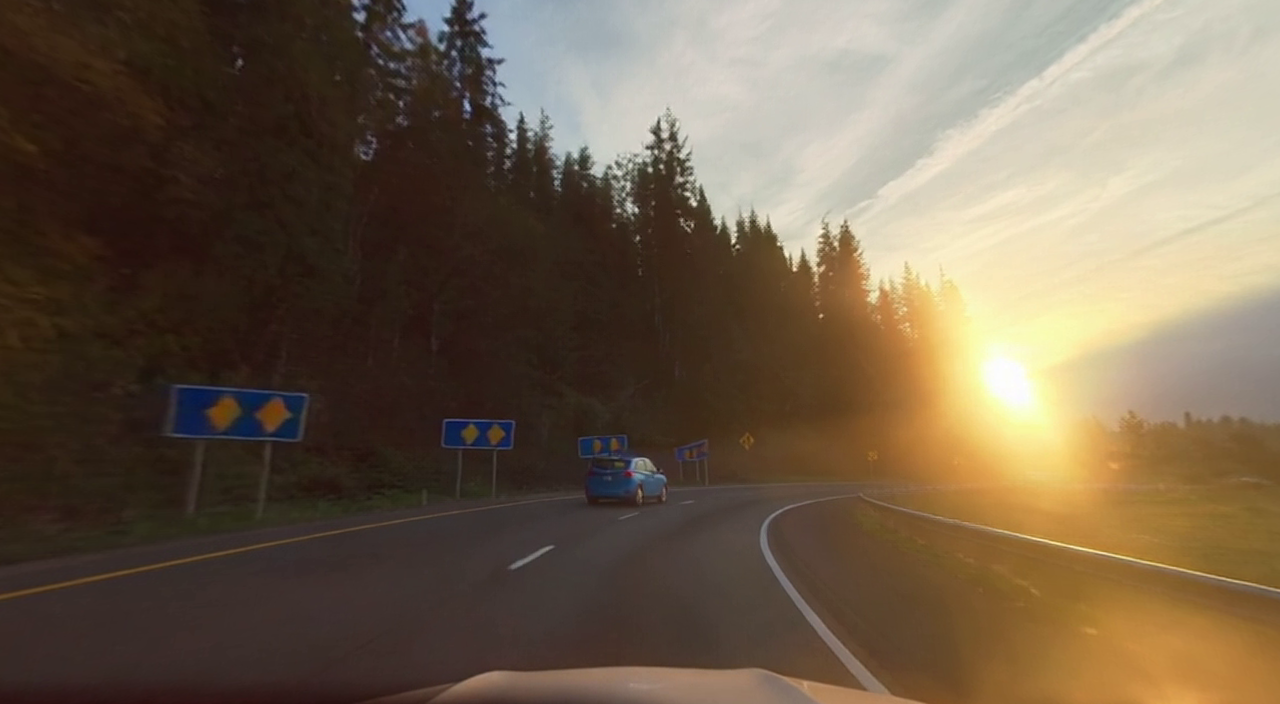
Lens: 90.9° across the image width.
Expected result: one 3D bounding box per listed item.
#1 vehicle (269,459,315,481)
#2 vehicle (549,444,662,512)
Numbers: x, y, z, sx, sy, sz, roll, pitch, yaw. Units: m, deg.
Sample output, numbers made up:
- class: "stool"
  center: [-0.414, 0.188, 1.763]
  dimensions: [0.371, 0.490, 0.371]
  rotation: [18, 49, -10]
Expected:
- class: "vehicle"
  center: [-24.028, 8.159, 43.641]
  dimensions: [1.758, 1.470, 3.823]
  rotation: [3, -11, -13]
- class: "vehicle"
  center: [-0.841, 3.653, 18.533]
  dimensions: [1.997, 1.692, 4.422]
  rotation: [-2, -11, 15]
